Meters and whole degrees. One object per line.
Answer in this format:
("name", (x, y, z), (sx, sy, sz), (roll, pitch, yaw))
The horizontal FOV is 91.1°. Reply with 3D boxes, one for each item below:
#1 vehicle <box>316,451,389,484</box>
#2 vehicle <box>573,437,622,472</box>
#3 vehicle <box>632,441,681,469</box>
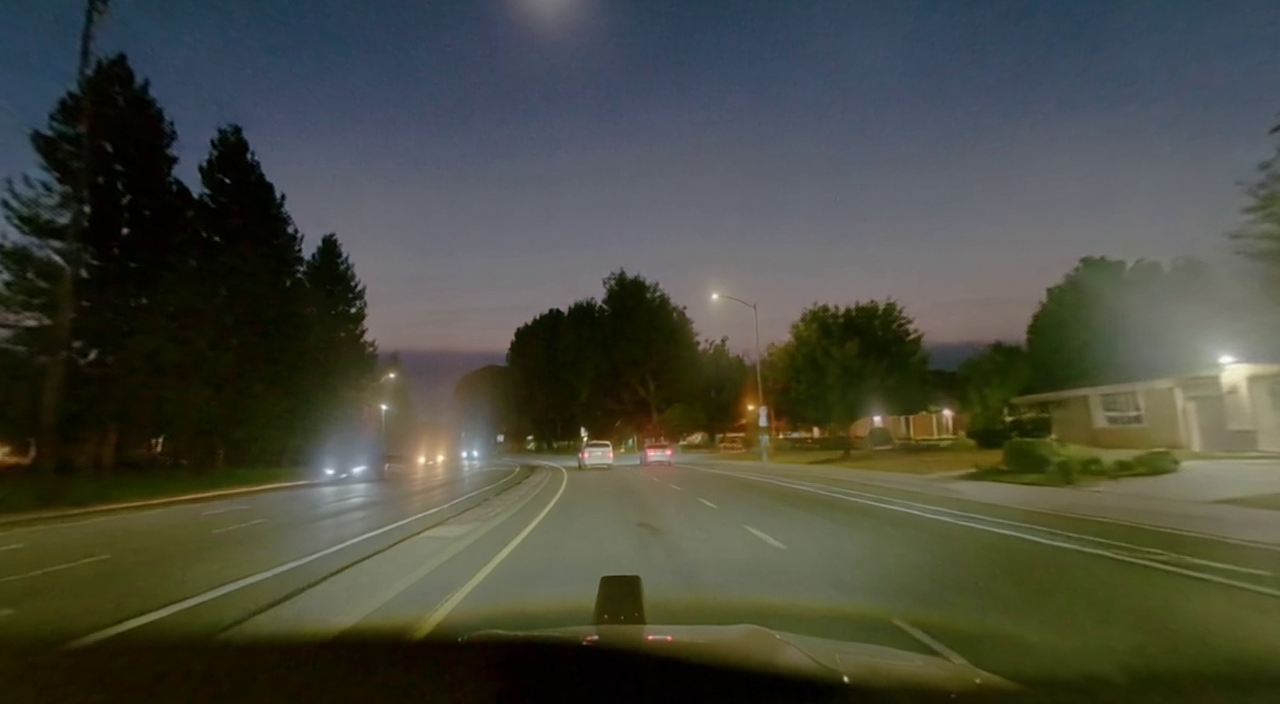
("vehicle", (-14.421, 5.782, 31.791), (1.924, 1.481, 4.727), (1, -8, -7))
("vehicle", (-2.369, 5.510, 33.955), (2.165, 1.783, 4.391), (2, -9, -10))
("vehicle", (0.864, 5.972, 36.525), (1.915, 1.495, 4.880), (1, -9, -10))
